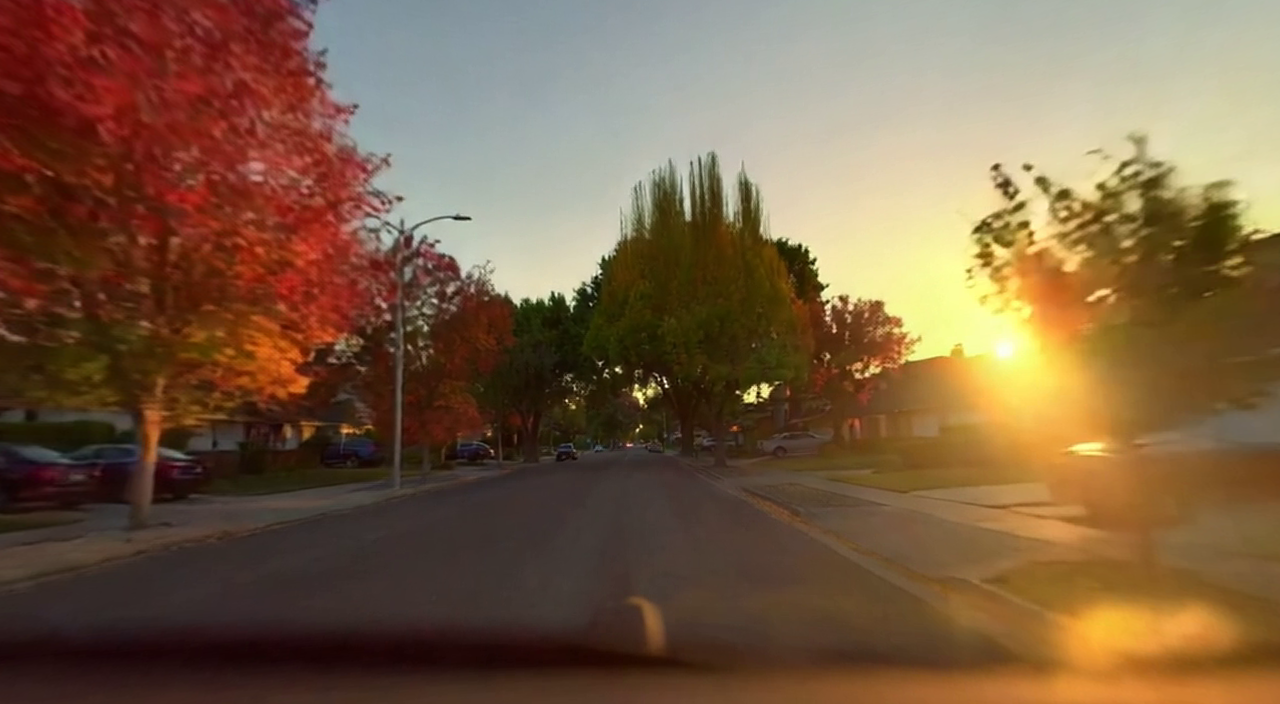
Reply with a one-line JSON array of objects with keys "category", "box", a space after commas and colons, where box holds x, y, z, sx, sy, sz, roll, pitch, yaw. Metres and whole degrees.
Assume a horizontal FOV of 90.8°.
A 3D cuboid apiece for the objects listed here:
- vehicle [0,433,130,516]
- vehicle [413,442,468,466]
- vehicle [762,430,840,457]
[{"category": "vehicle", "box": [-15.107, 2.745, 14.554, 4.830, 1.725, 2.116, 0, -8, 1]}, {"category": "vehicle", "box": [-14.221, 7.286, 45.347, 1.982, 1.596, 3.988, -1, -9, 13]}, {"category": "vehicle", "box": [10.395, 5.961, 41.112, 4.582, 1.680, 2.223, 0, -8, 4]}]
